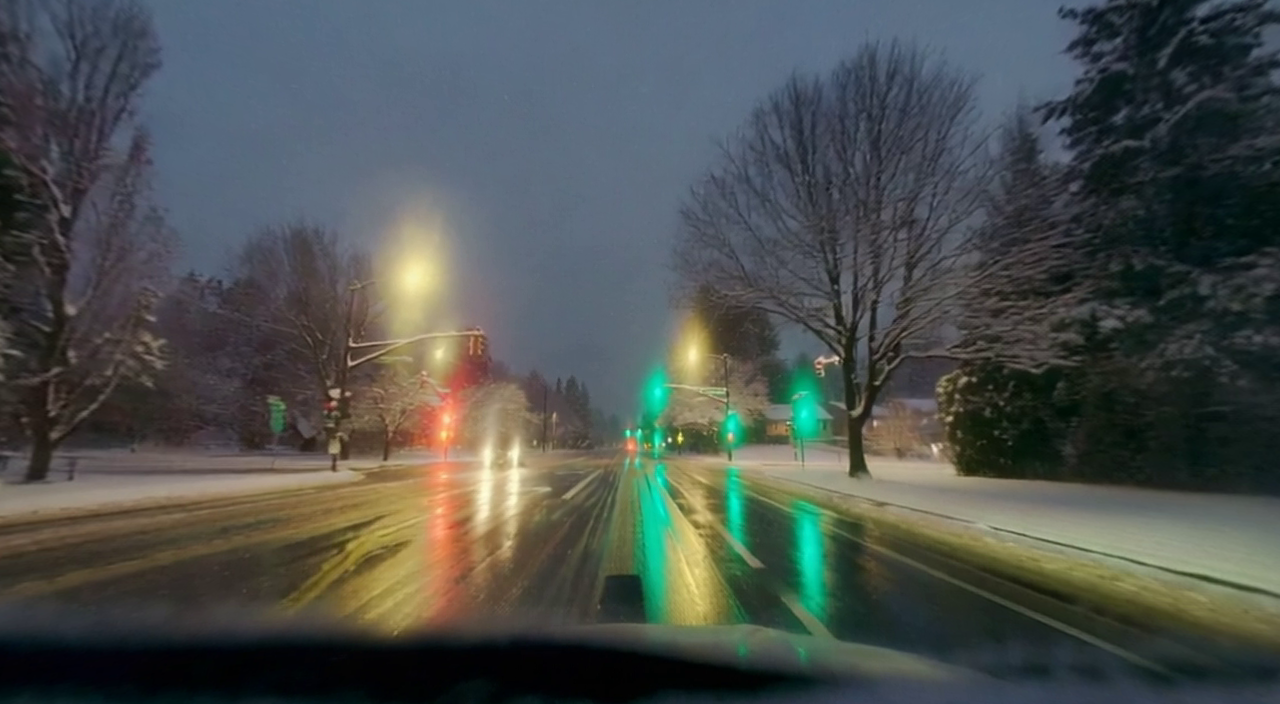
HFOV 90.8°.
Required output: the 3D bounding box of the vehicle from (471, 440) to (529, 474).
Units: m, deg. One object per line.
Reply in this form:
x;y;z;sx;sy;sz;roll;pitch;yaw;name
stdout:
-7.561;5.695;34.485;2.091;1.727;4.413;0;-8;1;vehicle
